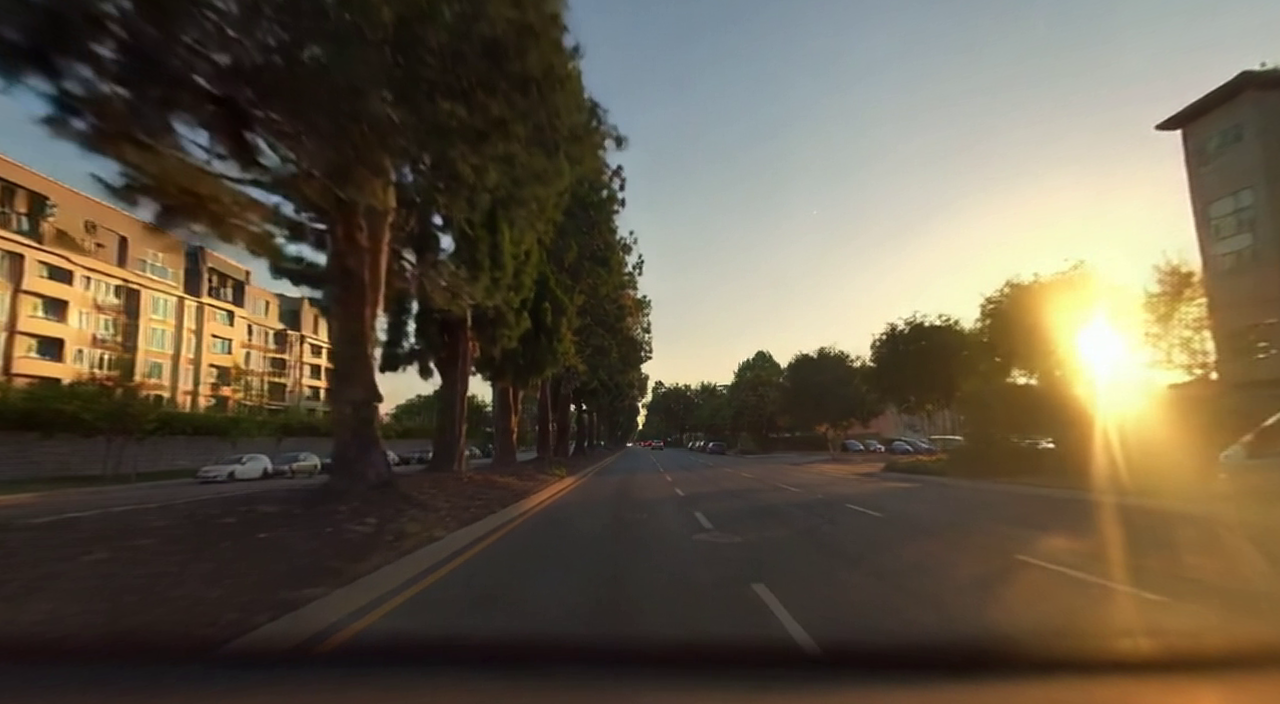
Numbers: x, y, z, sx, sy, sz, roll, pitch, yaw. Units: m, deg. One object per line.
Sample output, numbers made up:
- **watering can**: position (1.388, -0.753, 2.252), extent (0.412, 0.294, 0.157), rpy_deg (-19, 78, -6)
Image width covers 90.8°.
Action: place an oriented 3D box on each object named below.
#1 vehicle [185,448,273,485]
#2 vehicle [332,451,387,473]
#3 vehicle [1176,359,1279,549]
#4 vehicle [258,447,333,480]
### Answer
- **vehicle**: position (-22.067, 6.113, 34.122), extent (1.863, 1.845, 4.073), rpy_deg (0, -8, 1)
- **vehicle**: position (-20.346, 7.970, 46.085), extent (1.798, 1.487, 4.486), rpy_deg (0, -8, 2)
- **vehicle**: position (9.886, 1.150, 7.003), extent (2.456, 2.534, 5.930), rpy_deg (0, -8, -2)
- **vehicle**: position (-21.239, 6.860, 39.192), extent (1.879, 1.757, 4.656), rpy_deg (-2, -7, 3)
